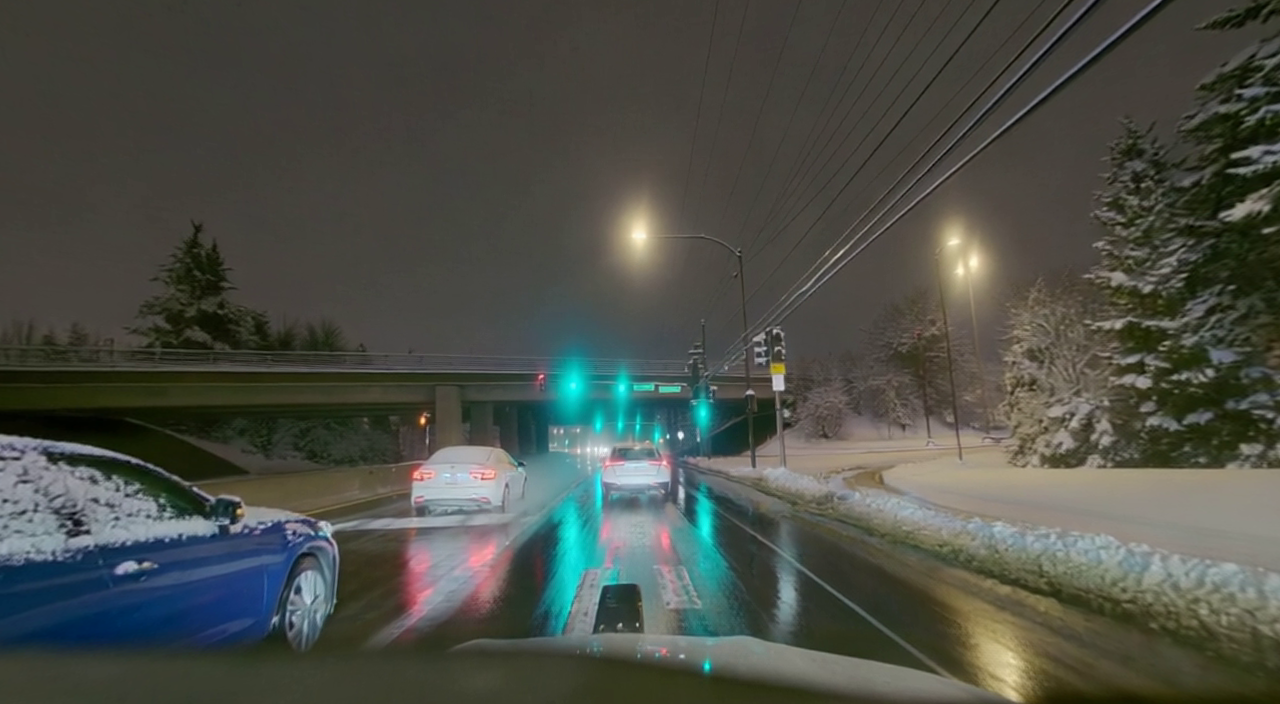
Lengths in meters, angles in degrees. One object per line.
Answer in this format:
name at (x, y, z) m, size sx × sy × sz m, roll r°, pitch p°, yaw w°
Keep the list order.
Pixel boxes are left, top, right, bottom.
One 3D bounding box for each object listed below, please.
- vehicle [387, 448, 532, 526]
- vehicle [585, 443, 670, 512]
vehicle at (-3.748, 2.851, 13.975) m, size 1.946 × 1.437 × 4.154 m, roll 0°, pitch -9°, yaw 0°
vehicle at (-0.312, 3.208, 16.683) m, size 1.985 × 1.565 × 3.968 m, roll 0°, pitch -9°, yaw -1°
